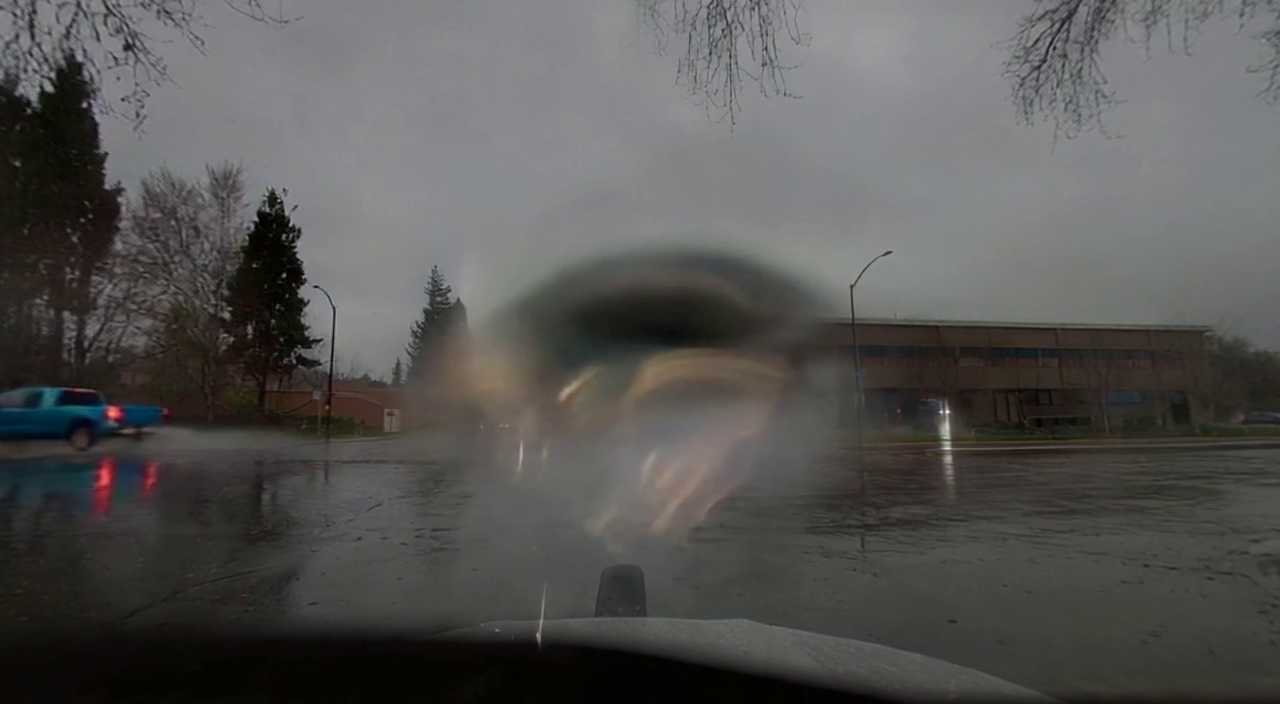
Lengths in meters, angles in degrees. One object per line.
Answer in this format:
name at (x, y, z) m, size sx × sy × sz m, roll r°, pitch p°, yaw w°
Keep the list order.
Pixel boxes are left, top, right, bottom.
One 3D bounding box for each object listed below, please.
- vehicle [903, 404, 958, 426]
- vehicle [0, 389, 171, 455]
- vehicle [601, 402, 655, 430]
vehicle at (22.622, 4.917, 48.804) m, size 4.674 × 1.483 × 1.745 m, roll 6°, pitch -10°, yaw -36°
vehicle at (-17.603, 2.129, 18.677) m, size 5.333 × 1.837 × 2.124 m, roll 1°, pitch -9°, yaw -7°
vehicle at (-1.023, 5.007, 48.372) m, size 2.435 × 1.858 × 5.585 m, roll 3°, pitch -9°, yaw -21°
